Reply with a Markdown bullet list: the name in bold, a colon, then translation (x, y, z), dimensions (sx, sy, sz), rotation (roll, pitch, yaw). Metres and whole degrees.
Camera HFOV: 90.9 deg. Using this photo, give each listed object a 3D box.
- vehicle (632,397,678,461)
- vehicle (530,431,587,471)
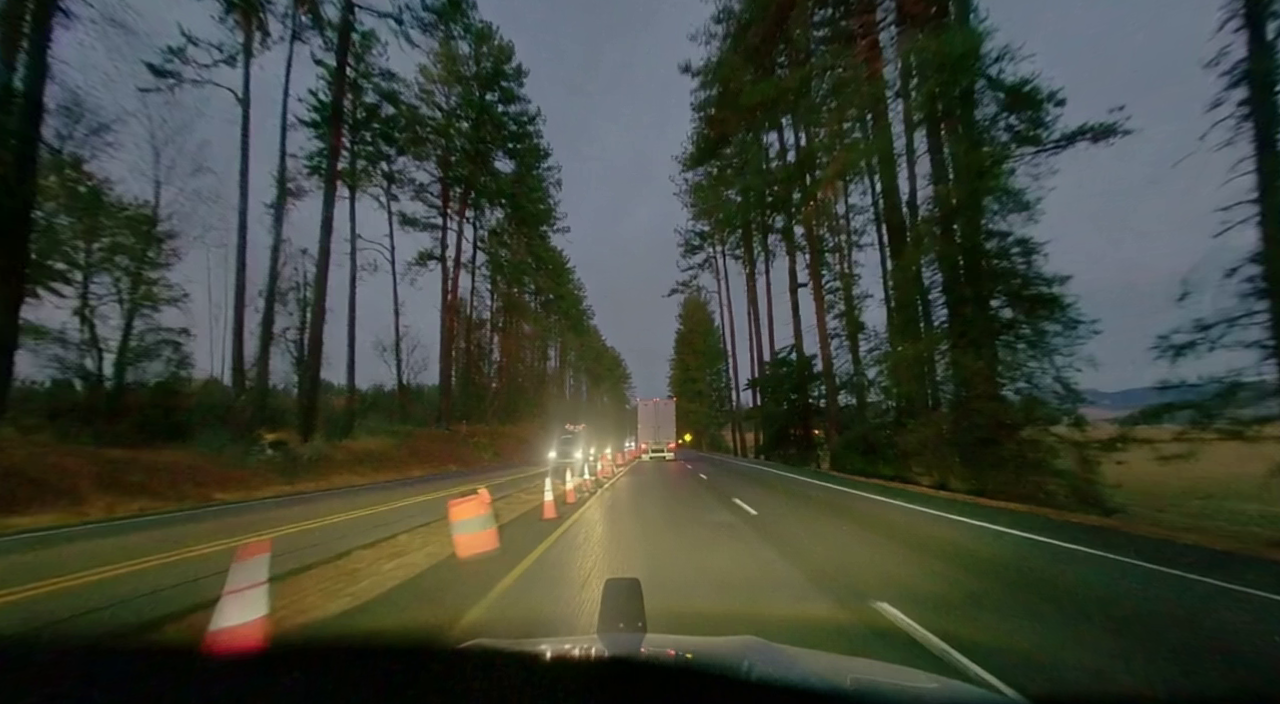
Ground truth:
- **vehicle**: translation (0.884, 5.716, 45.719), dimensions (2.935, 4.068, 11.036), rotation (0, -8, -1)
- **vehicle**: translation (-4.572, 5.718, 36.575), dimensions (2.303, 2.069, 6.364), rotation (0, -8, 2)
